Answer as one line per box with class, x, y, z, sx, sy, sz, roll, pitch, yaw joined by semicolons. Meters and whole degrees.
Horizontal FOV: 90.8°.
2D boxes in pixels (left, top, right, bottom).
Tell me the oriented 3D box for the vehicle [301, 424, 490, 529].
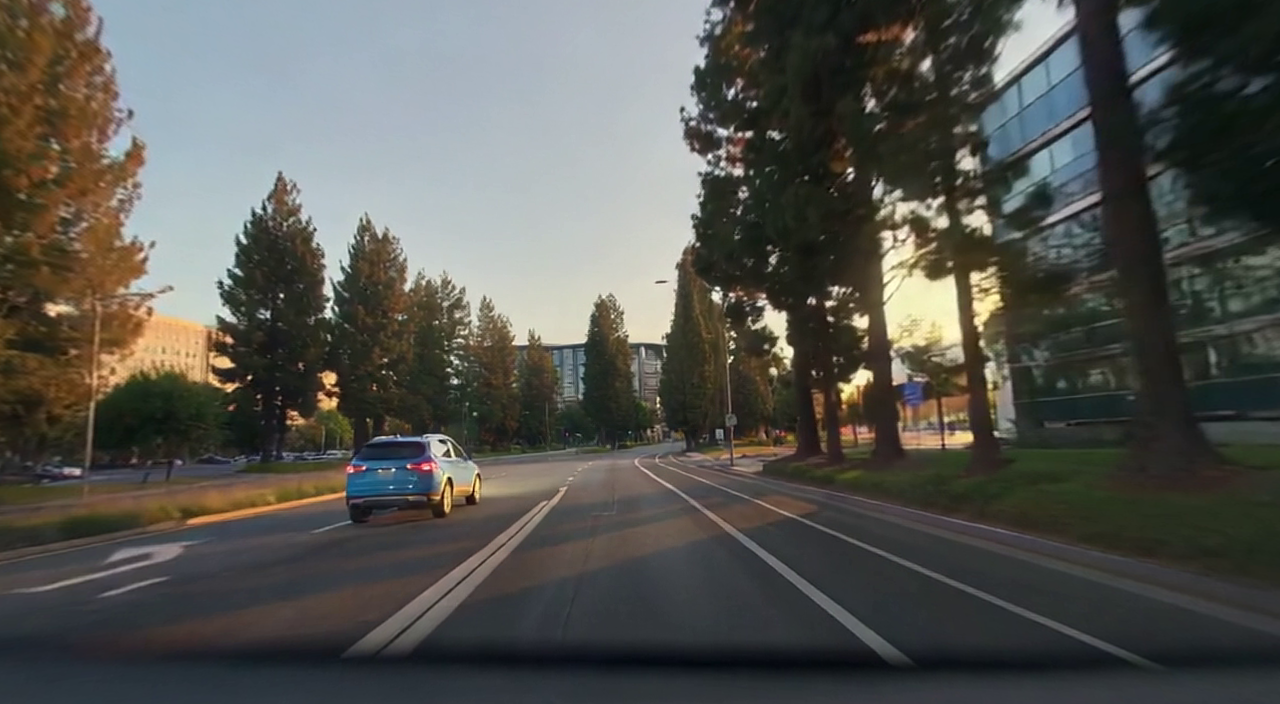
vehicle;-4.596;2.410;12.775;2.121;1.724;4.392;0;-9;-1
